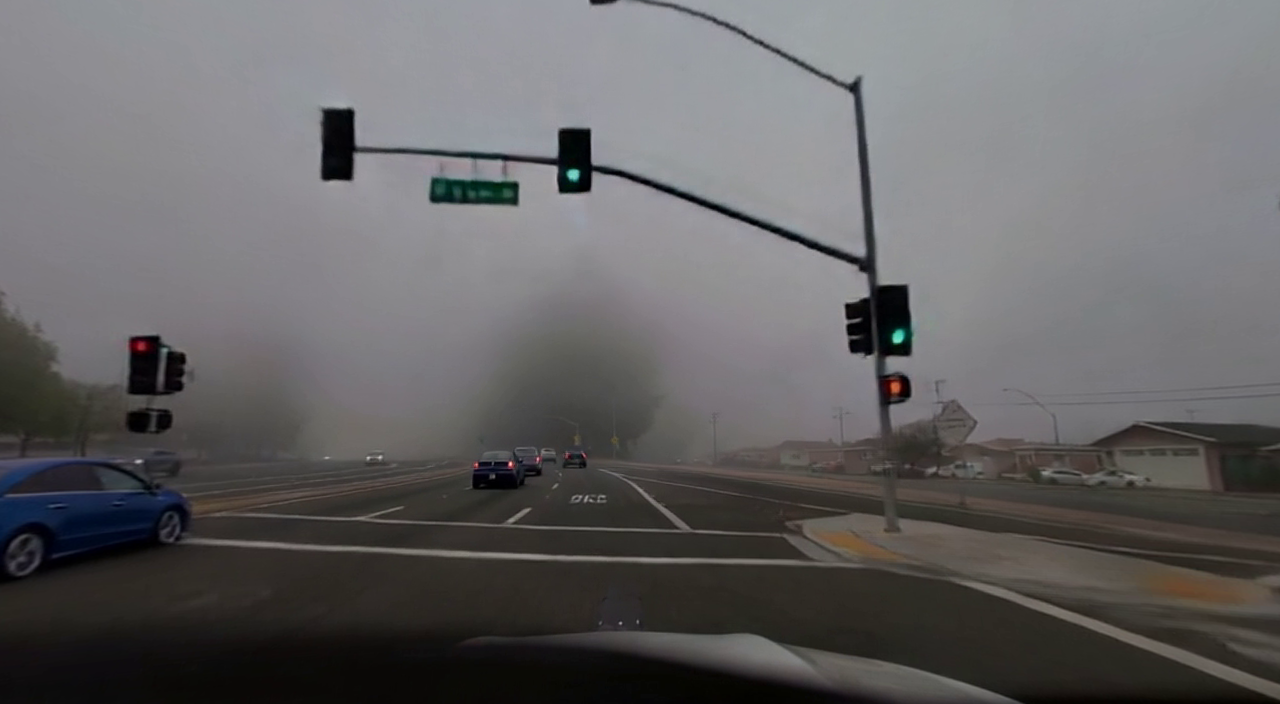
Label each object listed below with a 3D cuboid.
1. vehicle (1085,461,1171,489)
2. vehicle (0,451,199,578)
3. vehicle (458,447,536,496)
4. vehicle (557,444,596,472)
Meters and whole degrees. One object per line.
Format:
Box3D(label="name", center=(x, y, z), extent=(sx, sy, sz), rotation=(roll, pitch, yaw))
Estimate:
Box3D(label="vehicle", center=(35.803, 9.001, 46.540), extent=(1.888, 1.758, 5.043), rotation=(1, -8, -7))
Box3D(label="vehicle", center=(-8.441, 2.116, 8.662), extent=(1.889, 1.429, 4.029), rotation=(0, -8, -1))
Box3D(label="vehicle", center=(-5.175, 4.346, 23.490), extent=(2.098, 1.613, 4.606), rotation=(0, -8, -4))
Box3D(label="vehicle", center=(-4.903, 8.028, 48.114), extent=(2.526, 1.982, 5.294), rotation=(1, -8, -10))
